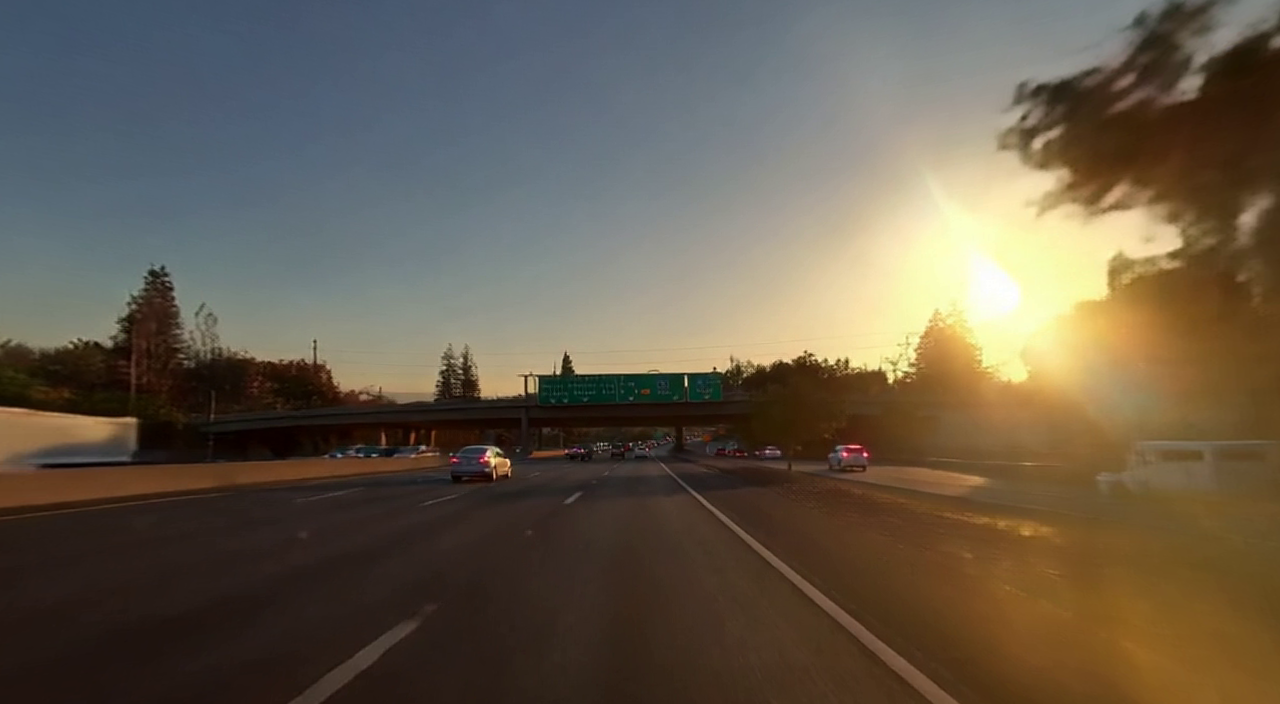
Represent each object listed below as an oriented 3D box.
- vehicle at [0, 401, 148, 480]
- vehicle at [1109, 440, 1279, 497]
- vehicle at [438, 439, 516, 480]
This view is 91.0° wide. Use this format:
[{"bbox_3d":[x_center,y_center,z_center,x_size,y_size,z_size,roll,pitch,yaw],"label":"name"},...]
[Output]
[{"bbox_3d":[-35.600,4.953,35.161,2.945,4.146,16.562,0,-8,0],"label":"vehicle"},{"bbox_3d":[17.934,3.695,20.396,2.012,1.601,4.565,0,-8,1],"label":"vehicle"},{"bbox_3d":[-6.422,4.274,25.339,1.985,1.513,4.172,0,-8,1],"label":"vehicle"}]
